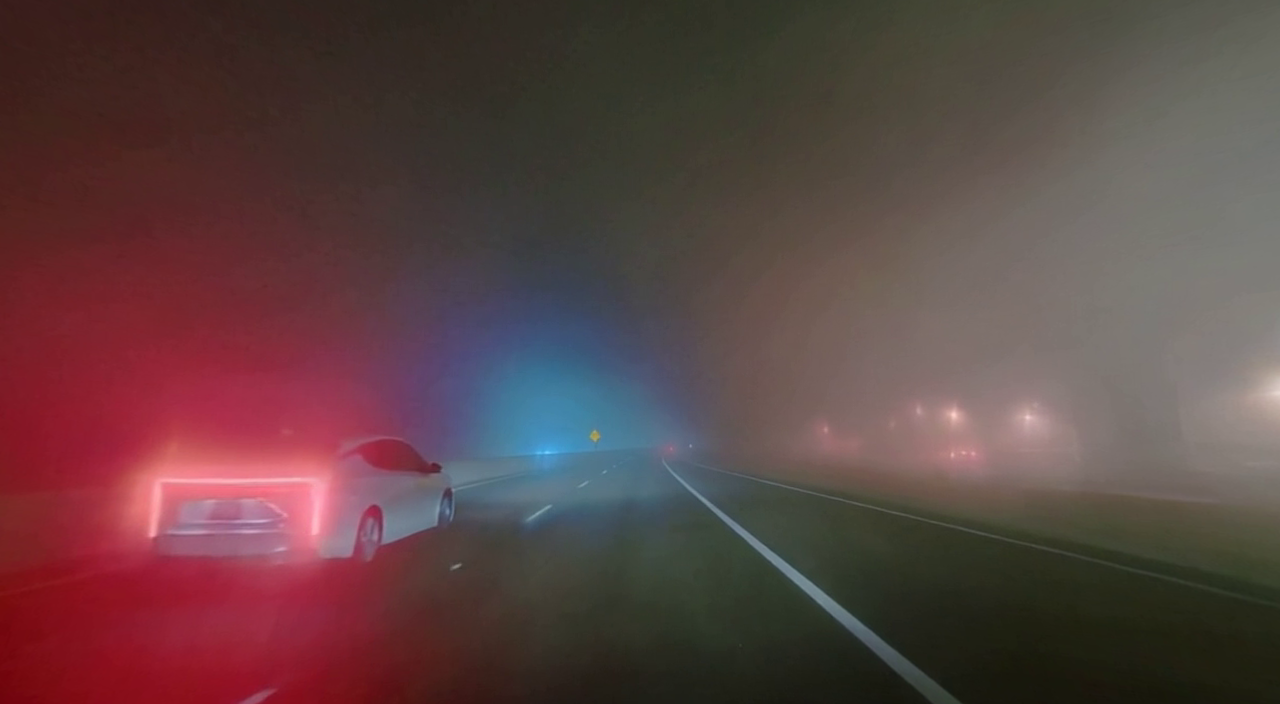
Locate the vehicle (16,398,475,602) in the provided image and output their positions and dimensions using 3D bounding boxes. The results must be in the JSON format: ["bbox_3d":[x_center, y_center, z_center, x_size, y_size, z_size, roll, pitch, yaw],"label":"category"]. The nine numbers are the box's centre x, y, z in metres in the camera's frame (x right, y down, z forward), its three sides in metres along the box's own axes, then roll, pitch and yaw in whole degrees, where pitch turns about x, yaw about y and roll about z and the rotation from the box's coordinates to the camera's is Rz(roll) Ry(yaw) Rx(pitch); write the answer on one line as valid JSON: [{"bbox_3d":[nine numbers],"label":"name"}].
[{"bbox_3d":[-3.887,1.589,7.641,2.327,1.647,4.908,0,-9,1],"label":"vehicle"}]
